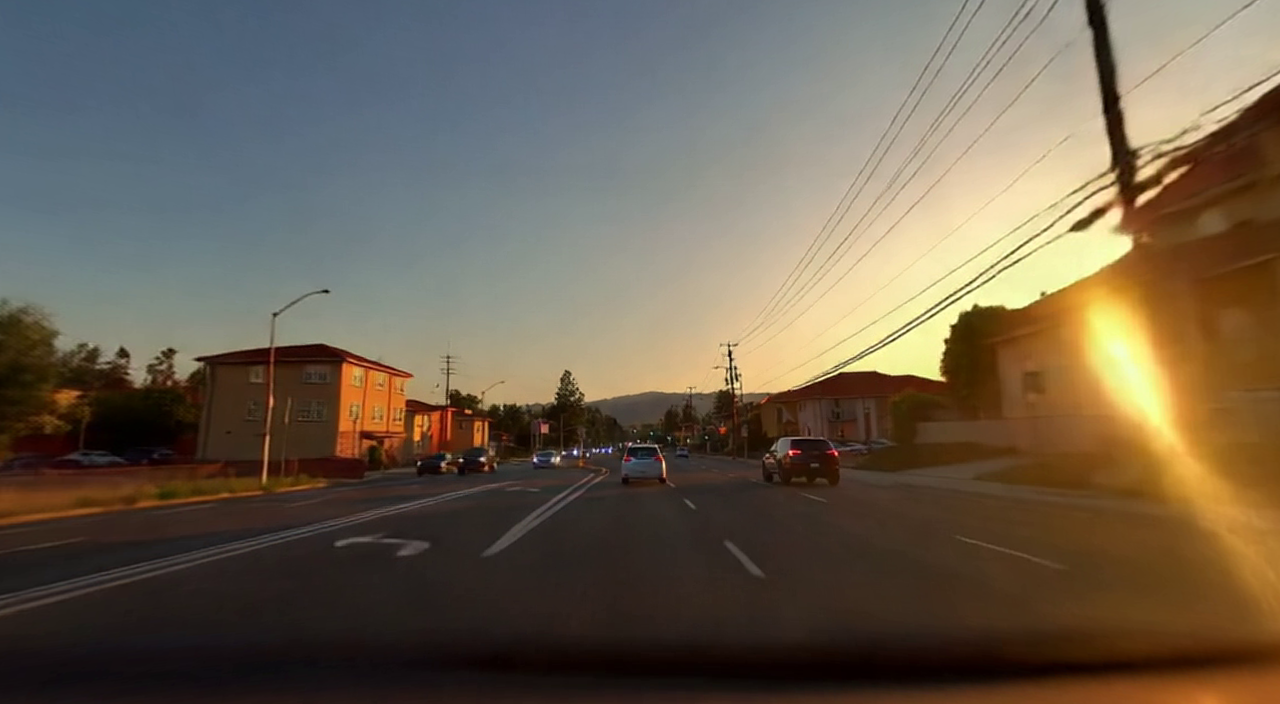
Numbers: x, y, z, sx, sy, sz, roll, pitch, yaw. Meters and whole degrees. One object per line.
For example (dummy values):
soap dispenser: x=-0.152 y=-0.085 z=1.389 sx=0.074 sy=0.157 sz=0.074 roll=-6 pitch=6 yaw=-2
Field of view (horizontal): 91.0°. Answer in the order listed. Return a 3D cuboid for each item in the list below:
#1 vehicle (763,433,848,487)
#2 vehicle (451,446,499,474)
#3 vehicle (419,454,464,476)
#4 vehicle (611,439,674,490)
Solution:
vehicle: x=6.282 y=4.142 z=24.432 sx=2.061 sy=1.889 sz=4.268 roll=0 pitch=-9 yaw=-1
vehicle: x=-11.164 y=7.333 z=42.937 sx=2.078 sy=1.825 sz=4.611 roll=0 pitch=-9 yaw=0
vehicle: x=-14.722 y=8.380 z=47.017 sx=1.945 sy=1.504 sz=4.362 roll=0 pitch=-9 yaw=0
vehicle: x=0.062 y=4.144 z=23.560 sx=2.138 sy=1.702 sz=4.168 roll=0 pitch=-9 yaw=-1
